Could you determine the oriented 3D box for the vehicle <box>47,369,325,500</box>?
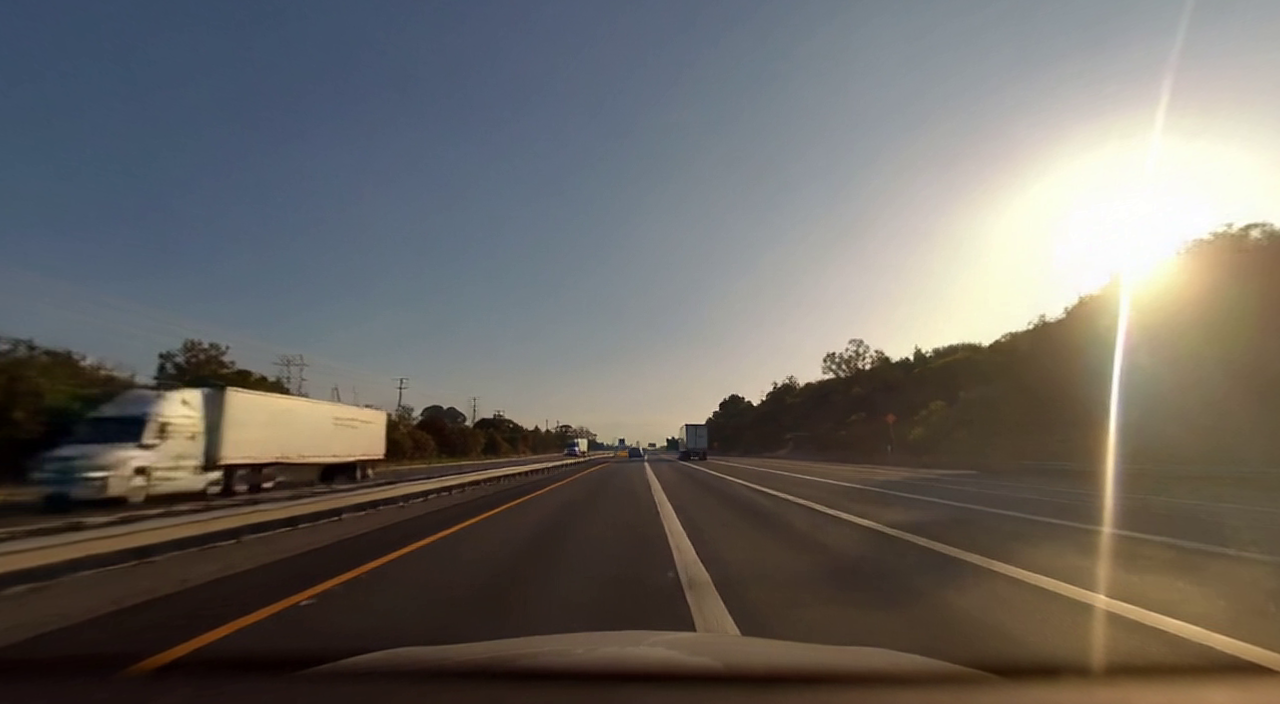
[{"bbox_3d":[-16.777,3.361,24.947,2.967,4.045,10.581,0,-9,0],"label":"vehicle"}]
